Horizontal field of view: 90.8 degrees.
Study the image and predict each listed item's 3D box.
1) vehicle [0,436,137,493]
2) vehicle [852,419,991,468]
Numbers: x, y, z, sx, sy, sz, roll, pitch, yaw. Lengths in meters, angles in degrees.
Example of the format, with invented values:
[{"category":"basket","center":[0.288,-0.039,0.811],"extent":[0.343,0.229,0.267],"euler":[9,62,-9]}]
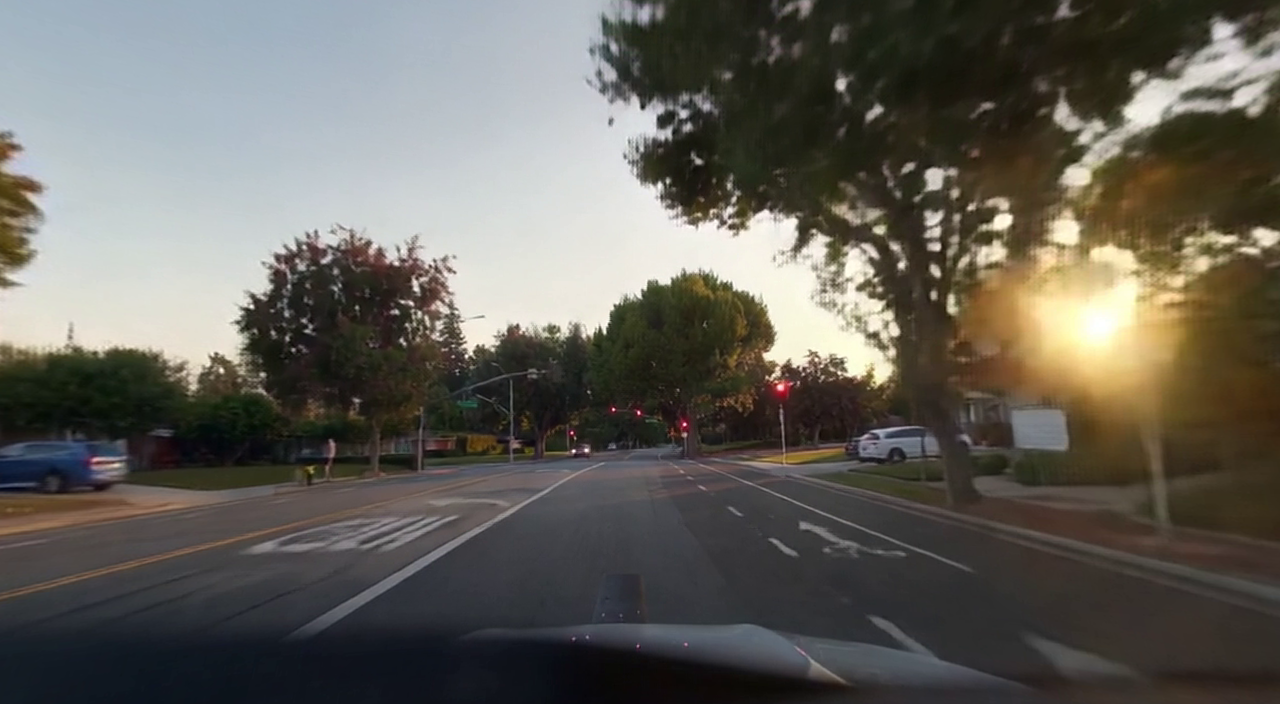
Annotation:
[{"category":"vehicle","center":[-18.826,3.536,19.992],"extent":[4.115,1.699,1.848],"euler":[0,-8,-1]},{"category":"vehicle","center":[10.752,3.530,24.402],"extent":[4.423,1.779,1.883],"euler":[0,-8,0]}]
